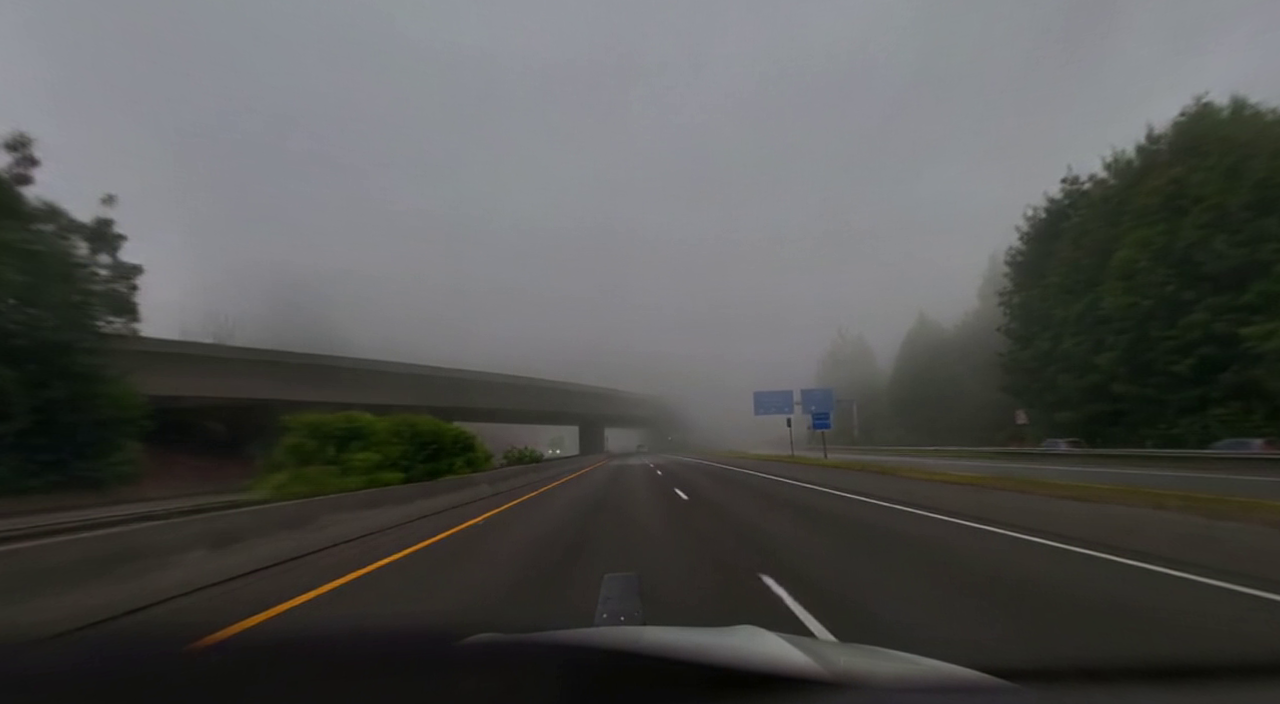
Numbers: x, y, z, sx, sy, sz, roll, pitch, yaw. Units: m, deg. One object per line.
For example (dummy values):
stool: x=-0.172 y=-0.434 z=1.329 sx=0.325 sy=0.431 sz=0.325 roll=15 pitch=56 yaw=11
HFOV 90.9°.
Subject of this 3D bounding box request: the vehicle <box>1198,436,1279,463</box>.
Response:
vehicle: x=41.007 y=6.641 z=42.942 sx=3.974 sy=1.586 sz=1.828 roll=-3 pitch=-6 yaw=11
